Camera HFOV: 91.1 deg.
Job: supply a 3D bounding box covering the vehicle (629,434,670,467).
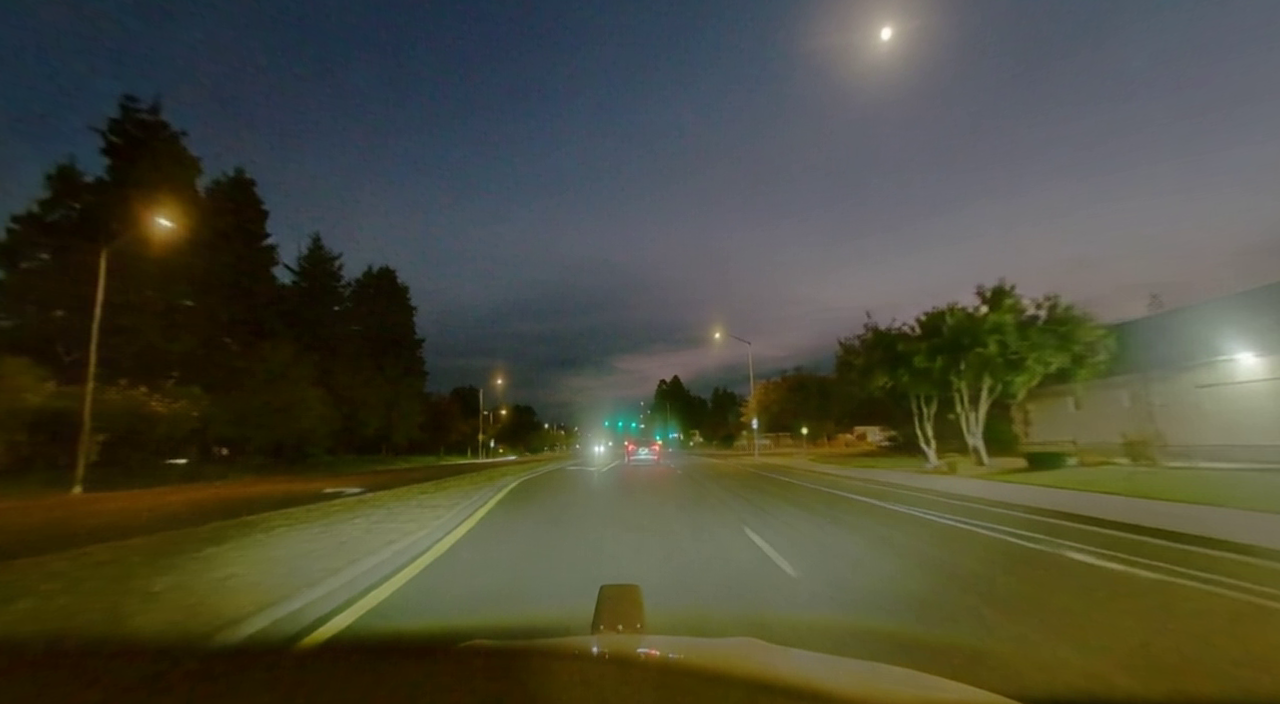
[{"bbox_3d":[0.494,5.741,36.762,2.165,1.783,4.391,0,-8,-2],"label":"vehicle"}]
